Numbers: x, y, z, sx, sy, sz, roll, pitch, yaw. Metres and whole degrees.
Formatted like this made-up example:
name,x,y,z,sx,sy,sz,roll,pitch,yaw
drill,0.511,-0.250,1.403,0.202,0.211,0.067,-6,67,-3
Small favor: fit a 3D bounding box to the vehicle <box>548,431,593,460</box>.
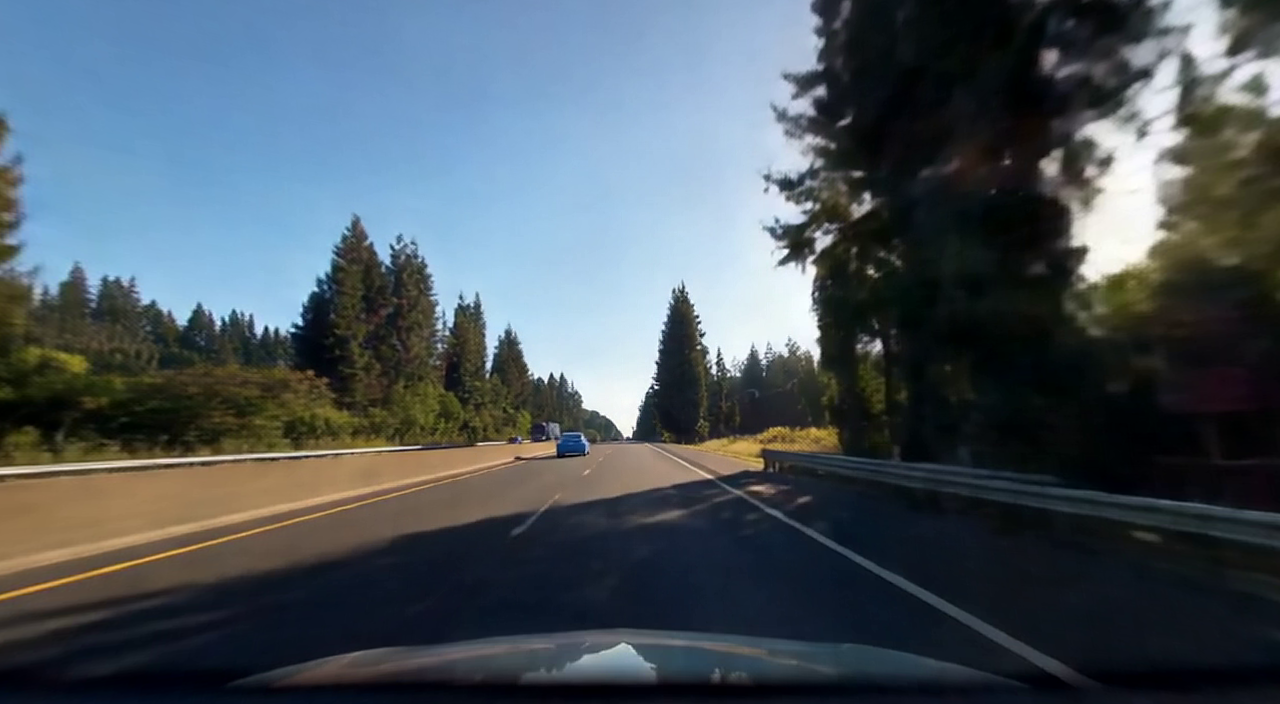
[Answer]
name,x,y,z,sx,sy,sz,roll,pitch,yaw
vehicle,-3.768,5.147,34.715,2.085,1.479,3.846,0,-8,-1
